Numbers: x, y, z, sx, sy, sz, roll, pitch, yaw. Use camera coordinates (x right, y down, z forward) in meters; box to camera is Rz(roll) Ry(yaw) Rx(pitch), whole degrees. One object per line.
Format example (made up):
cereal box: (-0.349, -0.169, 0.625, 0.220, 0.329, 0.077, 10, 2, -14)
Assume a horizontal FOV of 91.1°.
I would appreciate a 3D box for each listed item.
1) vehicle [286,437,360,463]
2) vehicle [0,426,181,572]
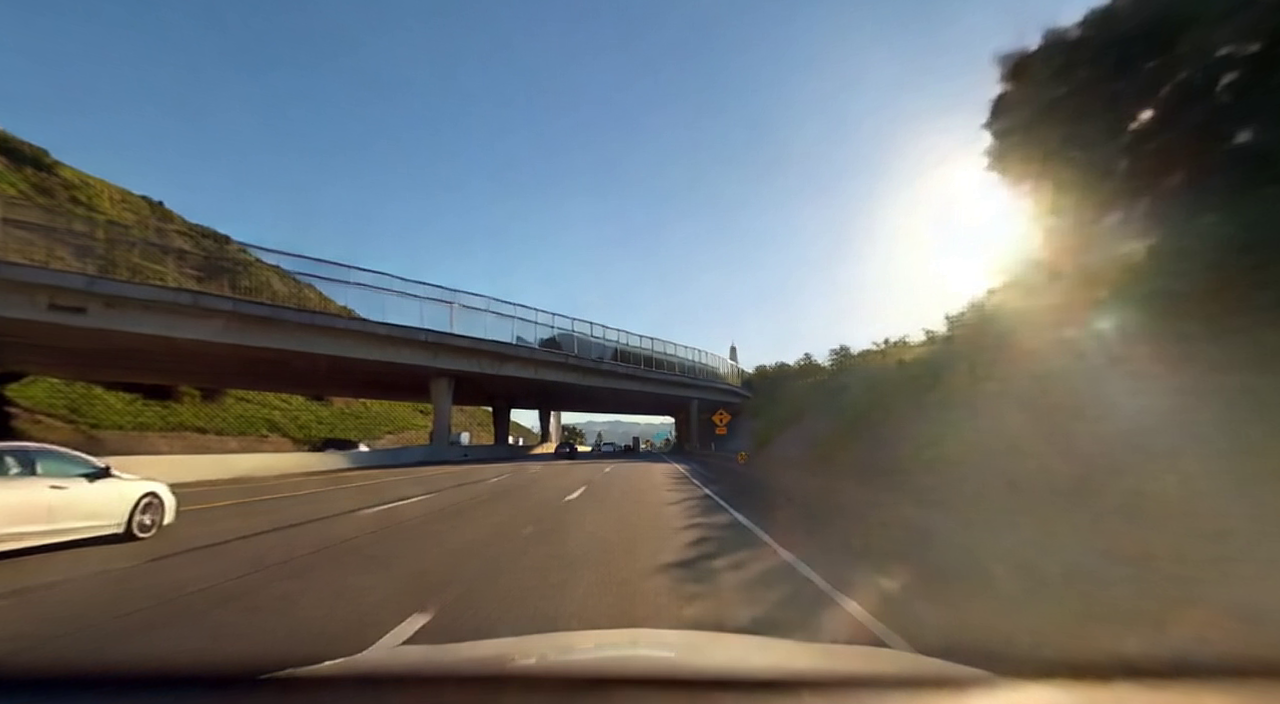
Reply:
vehicle: (-21.655, 6.716, 43.173, 2.105, 1.664, 5.527, 0, -8, 1)
vehicle: (-7.472, 1.507, 6.474, 1.949, 1.465, 4.563, 0, -8, 1)
